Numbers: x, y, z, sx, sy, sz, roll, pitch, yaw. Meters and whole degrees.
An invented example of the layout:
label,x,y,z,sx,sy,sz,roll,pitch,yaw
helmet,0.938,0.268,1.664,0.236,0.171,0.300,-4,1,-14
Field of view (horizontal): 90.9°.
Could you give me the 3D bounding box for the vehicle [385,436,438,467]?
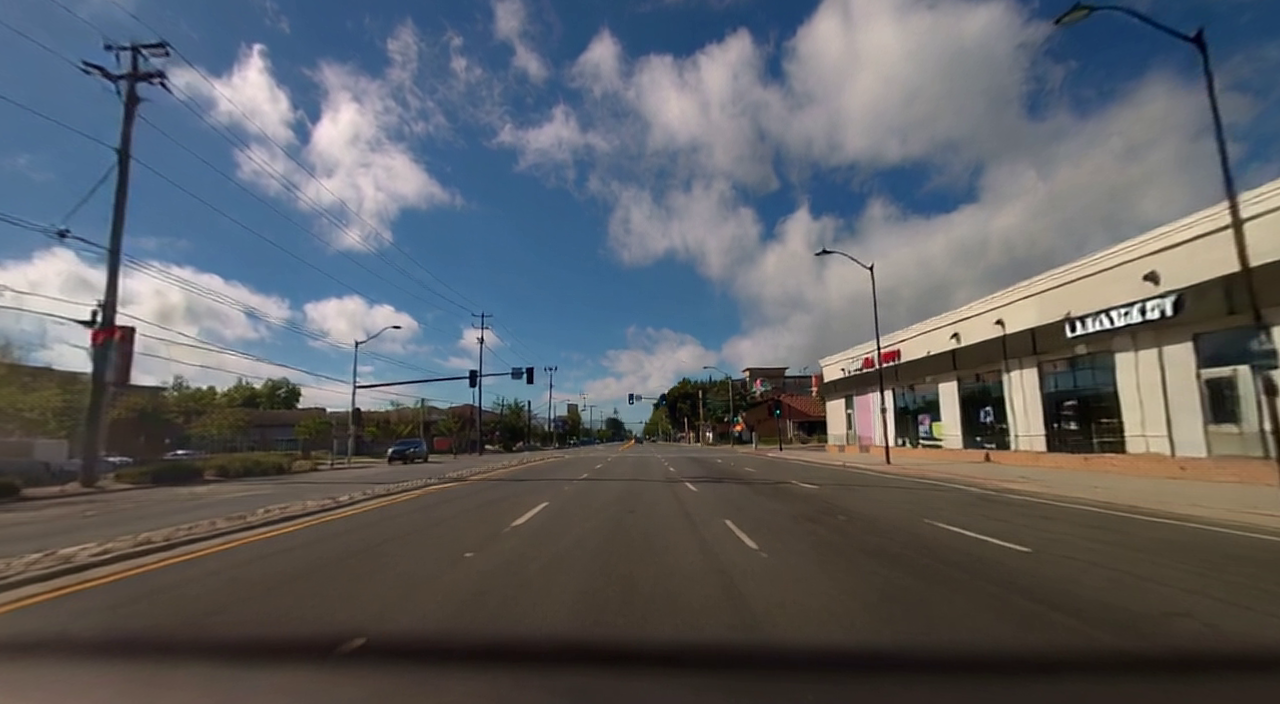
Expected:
label,x,y,z,sx,sy,sz,roll,pitch,yaw
vehicle,-15.012,6.538,41.649,2.208,1.924,5.018,2,-8,-8
